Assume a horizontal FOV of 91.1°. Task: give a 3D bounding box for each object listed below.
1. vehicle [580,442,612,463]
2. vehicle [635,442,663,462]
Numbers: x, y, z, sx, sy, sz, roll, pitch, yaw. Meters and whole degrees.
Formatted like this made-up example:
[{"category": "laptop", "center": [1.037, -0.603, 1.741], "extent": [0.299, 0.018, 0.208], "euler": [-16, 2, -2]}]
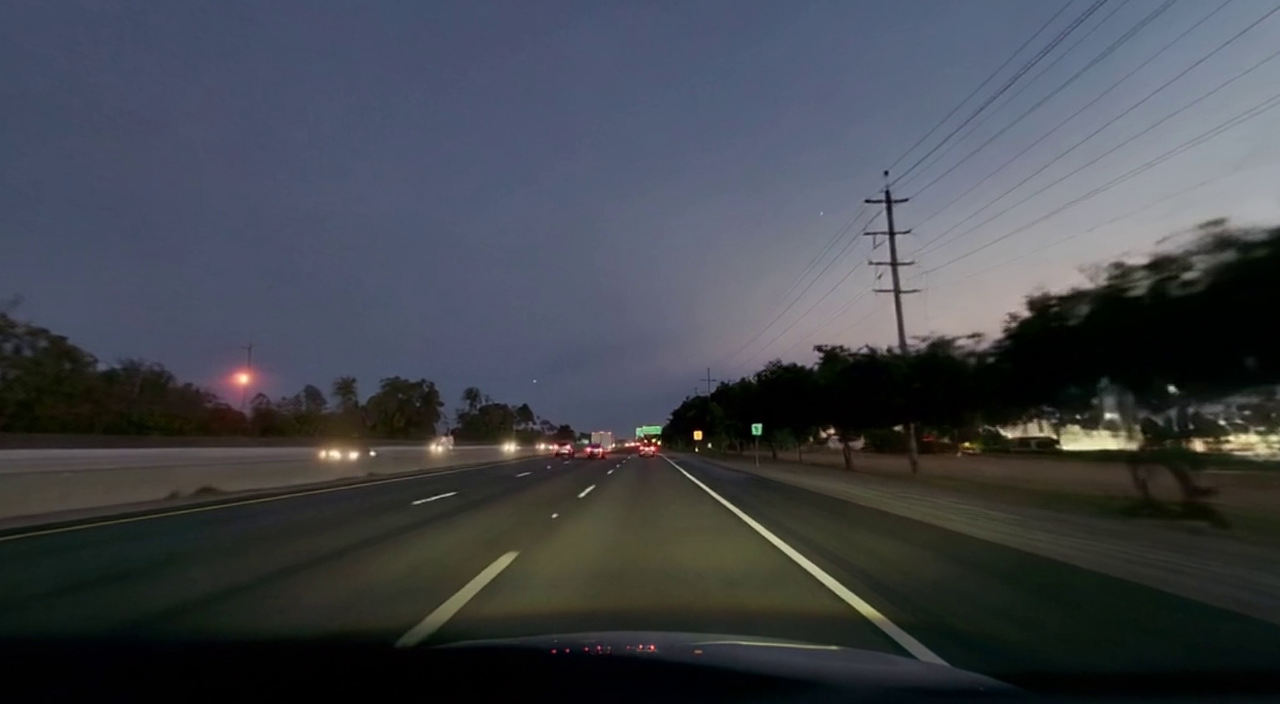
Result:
[{"category": "vehicle", "center": [-3.240, 7.480, 46.943], "extent": [2.046, 1.478, 4.111], "euler": [0, -8, 0]}, {"category": "vehicle", "center": [0.656, 7.698, 48.577], "extent": [2.057, 1.453, 3.926], "euler": [0, -8, 0]}]
